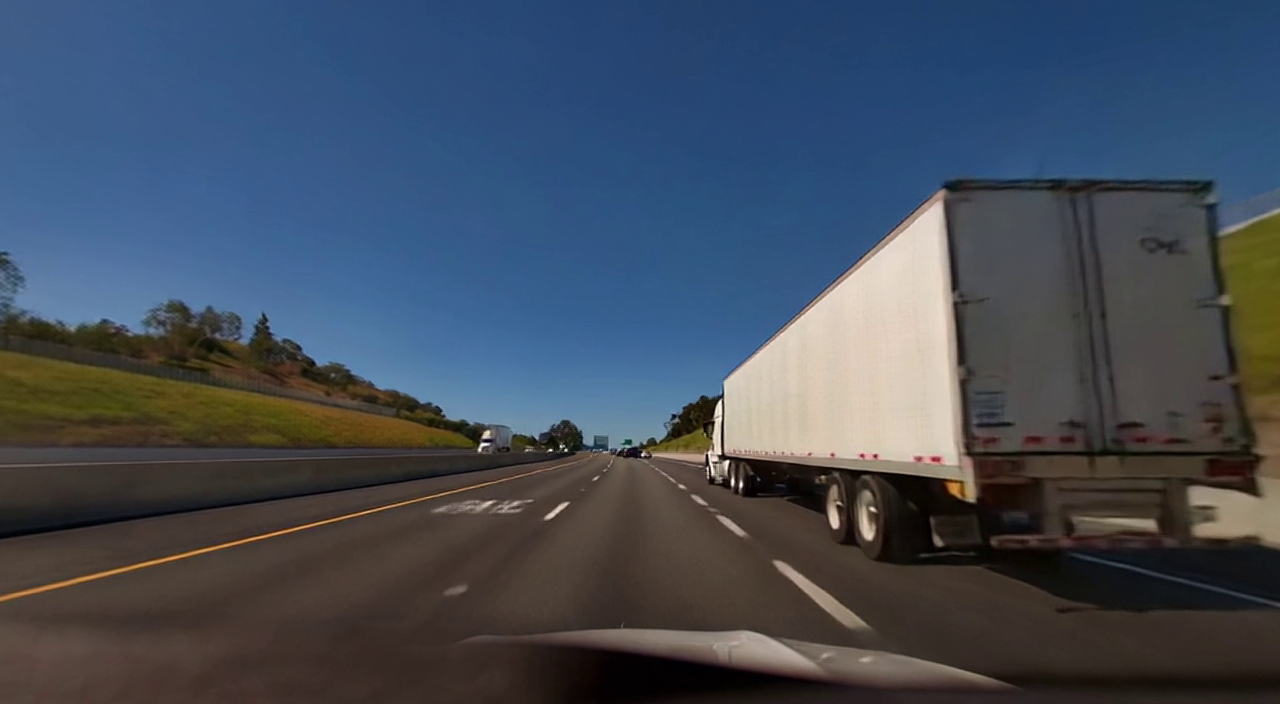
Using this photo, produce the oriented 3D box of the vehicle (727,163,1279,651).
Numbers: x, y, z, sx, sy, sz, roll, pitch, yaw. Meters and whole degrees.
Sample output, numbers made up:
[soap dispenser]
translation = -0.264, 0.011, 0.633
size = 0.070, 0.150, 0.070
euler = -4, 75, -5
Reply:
[vehicle]
translation = 3.820, 1.208, 10.453
size = 2.876, 3.586, 11.726
euler = 0, -9, -1
